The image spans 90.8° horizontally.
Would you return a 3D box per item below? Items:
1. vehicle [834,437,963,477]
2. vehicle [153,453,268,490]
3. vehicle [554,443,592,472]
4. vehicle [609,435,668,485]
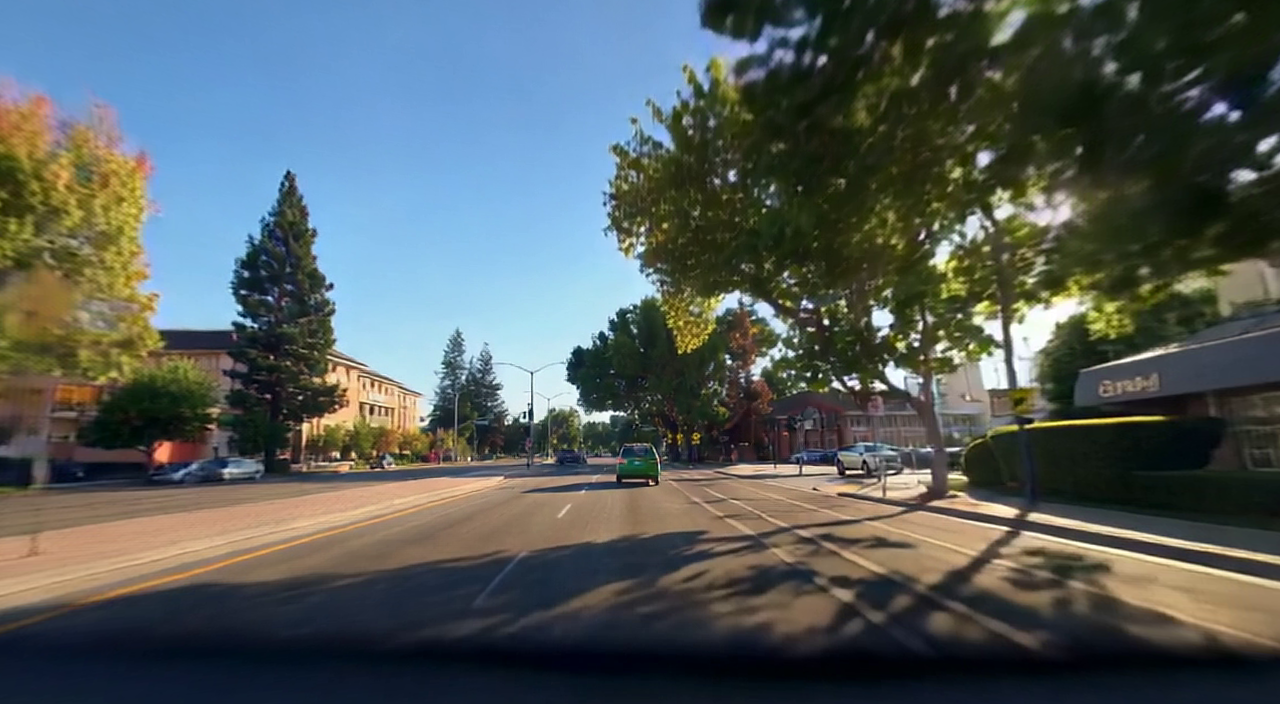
[{"bbox_3d":[12.871,5.259,31.762,5.506,1.850,2.156,0,-9,0],"label":"vehicle"},{"bbox_3d":[-20.333,5.648,30.241,2.004,1.546,5.015,0,-9,-1],"label":"vehicle"},{"bbox_3d":[-4.553,7.247,43.604,2.202,1.856,4.516,0,-9,-1],"label":"vehicle"},{"bbox_3d":[-0.121,4.579,27.051,2.273,1.909,5.075,0,-9,-1],"label":"vehicle"}]
